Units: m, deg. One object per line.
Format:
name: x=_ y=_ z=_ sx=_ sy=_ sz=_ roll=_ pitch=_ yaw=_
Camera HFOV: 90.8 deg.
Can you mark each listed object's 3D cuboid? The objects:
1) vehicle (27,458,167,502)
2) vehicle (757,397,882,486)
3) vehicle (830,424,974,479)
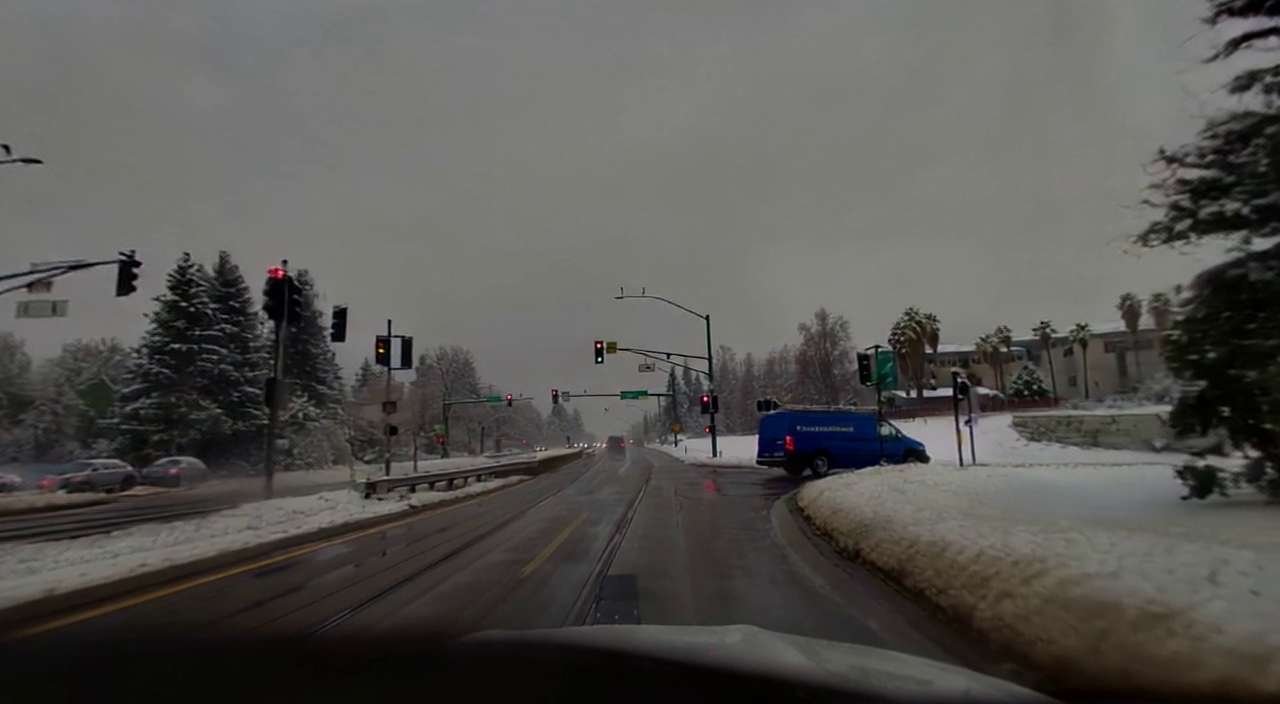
vehicle: x=-21.108 y=4.911 z=24.552 sx=4.881 sy=1.477 sz=2.204 roll=-4 pitch=-9 yaw=25
vehicle: x=6.847 y=3.383 z=23.998 sx=4.180 sy=3.020 sz=2.606 roll=7 pitch=-11 yaw=-41
vehicle: x=11.256 y=4.226 z=27.079 sx=6.055 sy=2.140 sz=2.266 roll=5 pitch=-9 yaw=-28
